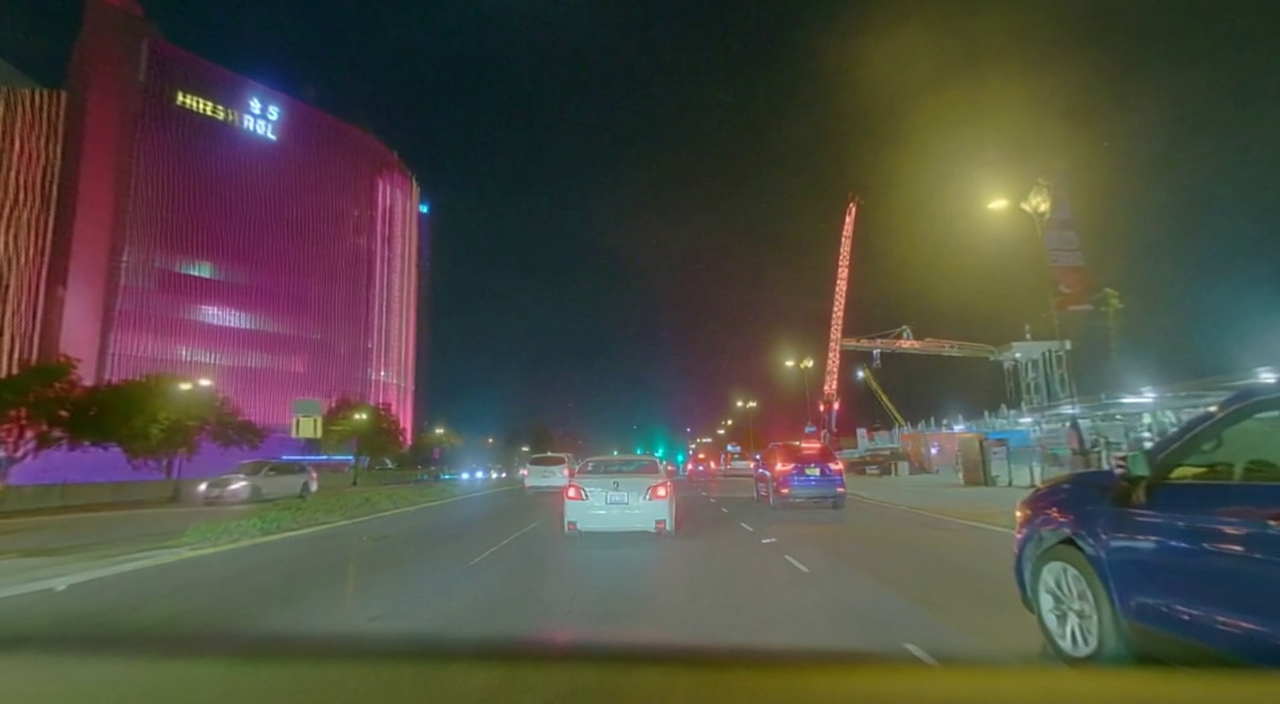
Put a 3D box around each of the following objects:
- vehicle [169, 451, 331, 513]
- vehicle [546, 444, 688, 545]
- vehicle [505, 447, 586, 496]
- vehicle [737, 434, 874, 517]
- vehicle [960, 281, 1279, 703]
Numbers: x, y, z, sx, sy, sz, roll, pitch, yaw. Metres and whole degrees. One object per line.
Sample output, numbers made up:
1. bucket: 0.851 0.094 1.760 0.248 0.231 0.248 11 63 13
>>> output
1. vehicle: -12.854 4.273 21.311 2.136 1.764 4.855 -1 -9 3
2. vehicle: -0.275 2.464 11.651 2.131 1.496 4.193 0 -8 2
3. vehicle: -3.513 4.511 24.303 2.201 1.691 4.305 -1 -9 4
4. vehicle: 4.041 3.098 16.460 2.185 1.797 4.934 0 -9 0
5. vehicle: 3.541 0.666 2.110 2.182 1.954 5.341 0 -9 1
